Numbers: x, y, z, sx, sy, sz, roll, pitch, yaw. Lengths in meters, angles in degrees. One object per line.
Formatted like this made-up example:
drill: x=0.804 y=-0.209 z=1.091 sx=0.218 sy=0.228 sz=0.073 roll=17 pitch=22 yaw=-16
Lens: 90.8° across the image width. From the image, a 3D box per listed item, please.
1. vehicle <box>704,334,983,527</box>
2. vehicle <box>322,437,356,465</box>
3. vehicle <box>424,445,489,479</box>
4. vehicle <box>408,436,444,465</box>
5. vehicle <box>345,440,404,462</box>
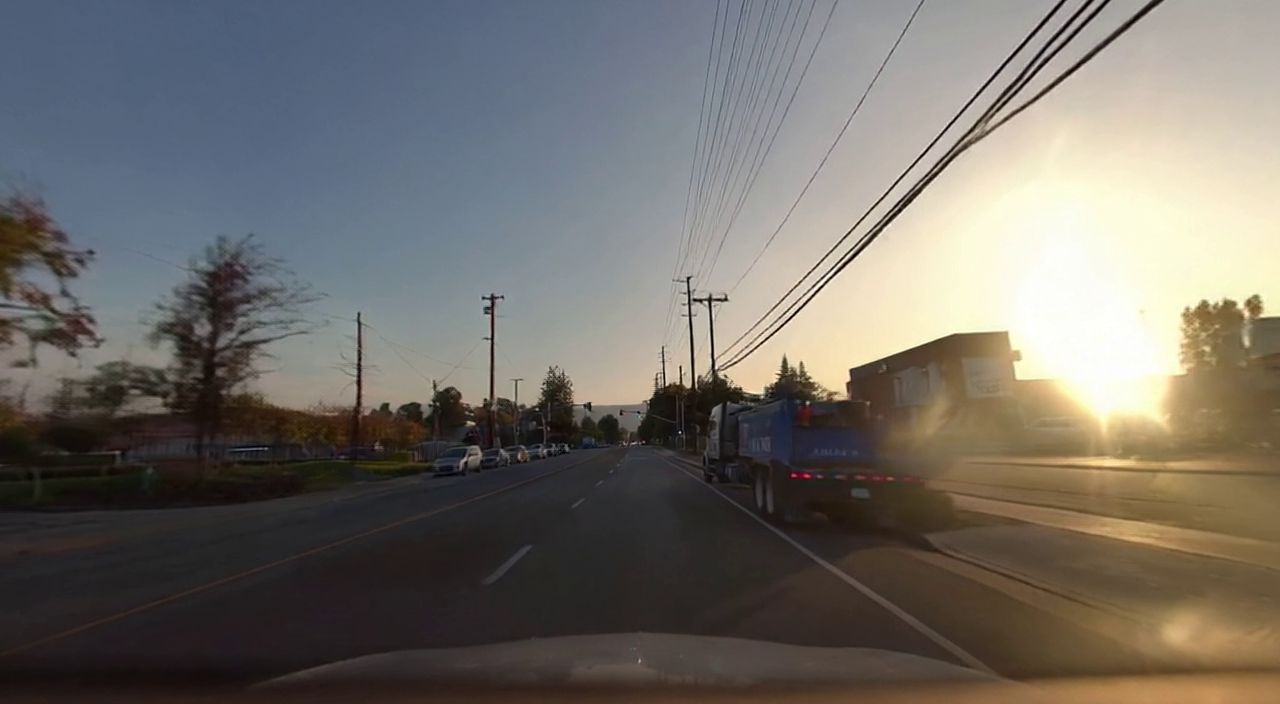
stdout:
vehicle: x=3.743 y=1.897 z=14.902 sx=3.168 sy=3.106 sz=9.350 roll=0 pitch=-8 yaw=-2
vehicle: x=-21.339 y=6.999 z=44.944 sx=1.954 sy=1.868 sz=4.977 roll=4 pitch=-9 yaw=-24
vehicle: x=-8.737 y=5.230 z=30.450 sx=1.939 sy=1.480 sz=4.632 roll=0 pitch=-9 yaw=-3
vehicle: x=-15.902 y=7.326 z=47.083 sx=2.040 sy=1.874 sz=4.892 roll=-3 pitch=-8 yaw=-14
vehicle: x=-20.793 y=7.768 z=49.653 sx=4.134 sy=1.681 sz=1.842 roll=3 pitch=-10 yaw=-20
